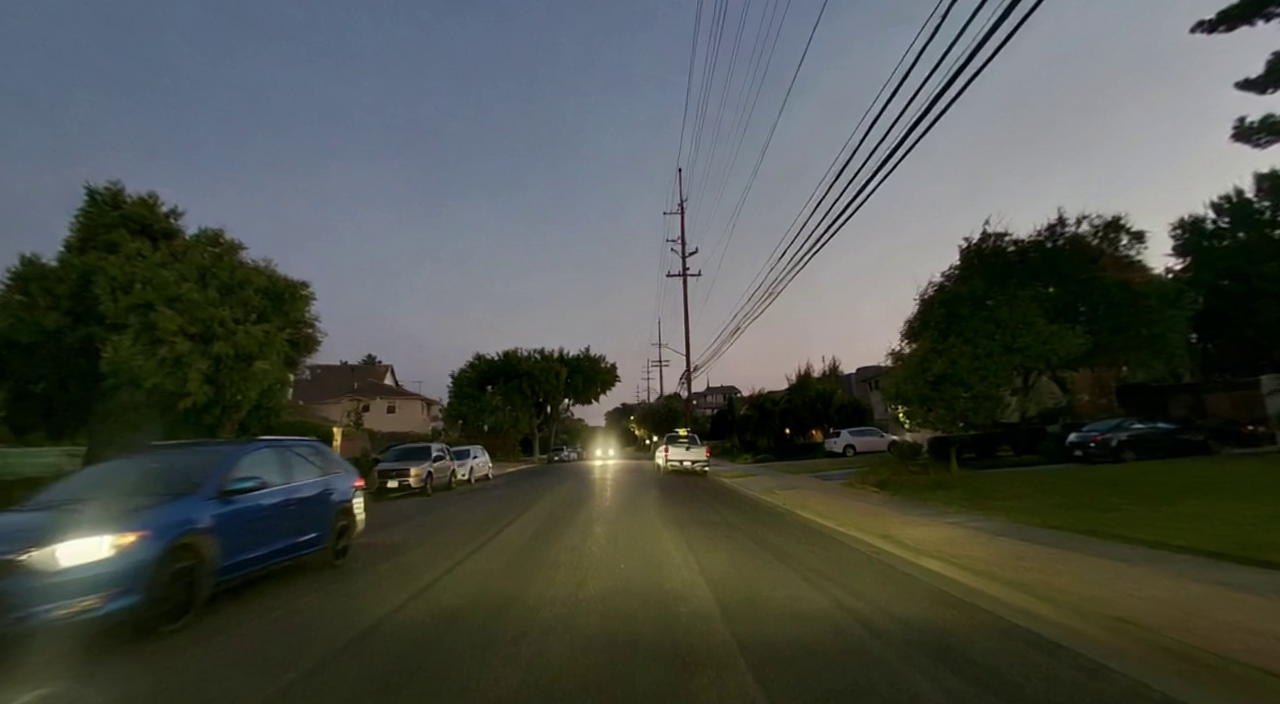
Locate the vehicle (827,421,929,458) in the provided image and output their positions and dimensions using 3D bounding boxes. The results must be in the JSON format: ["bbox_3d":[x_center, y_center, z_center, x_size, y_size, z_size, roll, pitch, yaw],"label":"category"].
[{"bbox_3d":[13.226,4.900,35.364,4.778,1.903,2.205,-1,-8,-3],"label":"vehicle"}]

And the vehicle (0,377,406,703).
[{"bbox_3d":[-3.863,1.349,5.477,1.977,1.785,4.542,0,-9,-1],"label":"vehicle"}]

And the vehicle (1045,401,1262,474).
[{"bbox_3d":[15.702,2.642,19.563,4.709,1.785,2.229,-4,-7,-2],"label":"vehicle"}]

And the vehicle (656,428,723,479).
[{"bbox_3d":[2.067,4.532,28.490,2.437,2.015,6.511,0,-9,-1],"label":"vehicle"}]
